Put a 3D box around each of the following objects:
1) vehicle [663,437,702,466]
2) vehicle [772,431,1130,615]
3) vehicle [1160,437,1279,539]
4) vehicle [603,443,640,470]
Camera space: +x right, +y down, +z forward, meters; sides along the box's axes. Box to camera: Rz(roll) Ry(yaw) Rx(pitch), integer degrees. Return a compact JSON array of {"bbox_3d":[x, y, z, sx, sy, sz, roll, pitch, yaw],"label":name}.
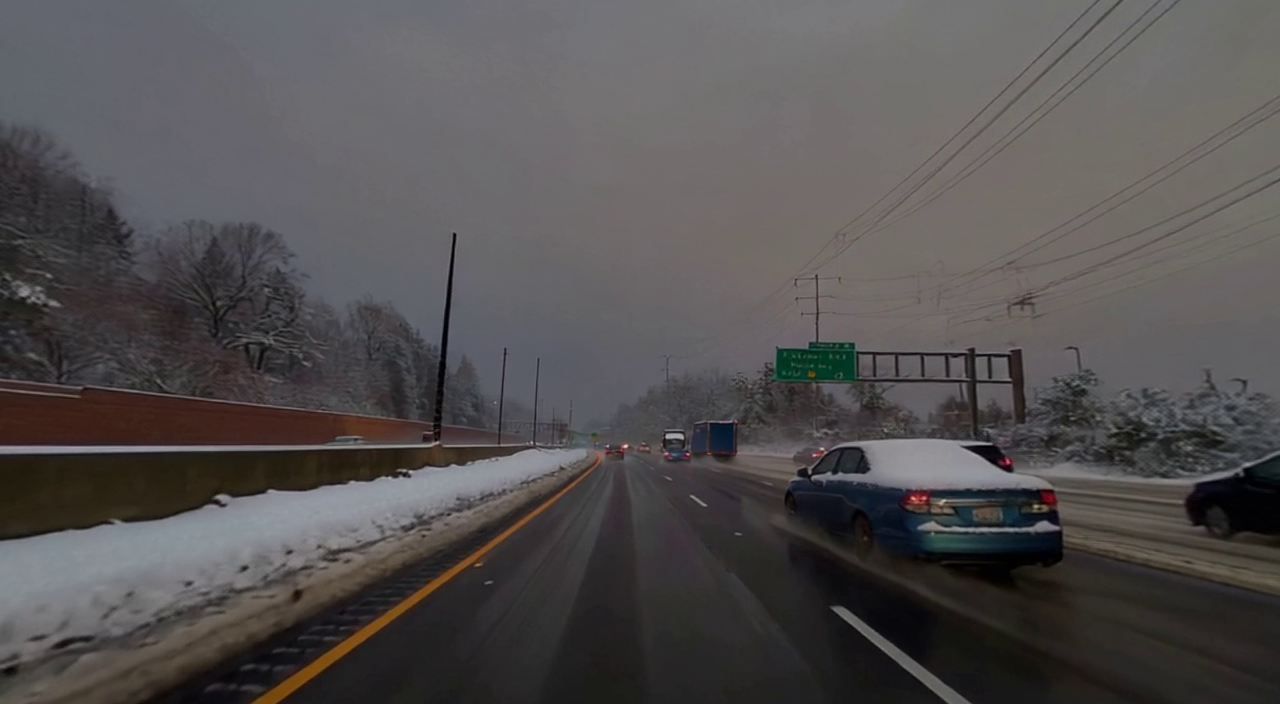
[{"bbox_3d":[2.908,6.966,44.306,2.114,1.849,4.692,0,-9,-3],"label":"vehicle"},{"bbox_3d":[2.966,1.696,7.258,1.922,1.465,4.165,0,-9,-1],"label":"vehicle"},{"bbox_3d":[10.261,1.922,8.836,1.980,1.473,4.618,0,-9,-1],"label":"vehicle"},{"bbox_3d":[-1.140,6.188,37.608,2.083,1.477,3.965,0,-9,-3],"label":"vehicle"}]
